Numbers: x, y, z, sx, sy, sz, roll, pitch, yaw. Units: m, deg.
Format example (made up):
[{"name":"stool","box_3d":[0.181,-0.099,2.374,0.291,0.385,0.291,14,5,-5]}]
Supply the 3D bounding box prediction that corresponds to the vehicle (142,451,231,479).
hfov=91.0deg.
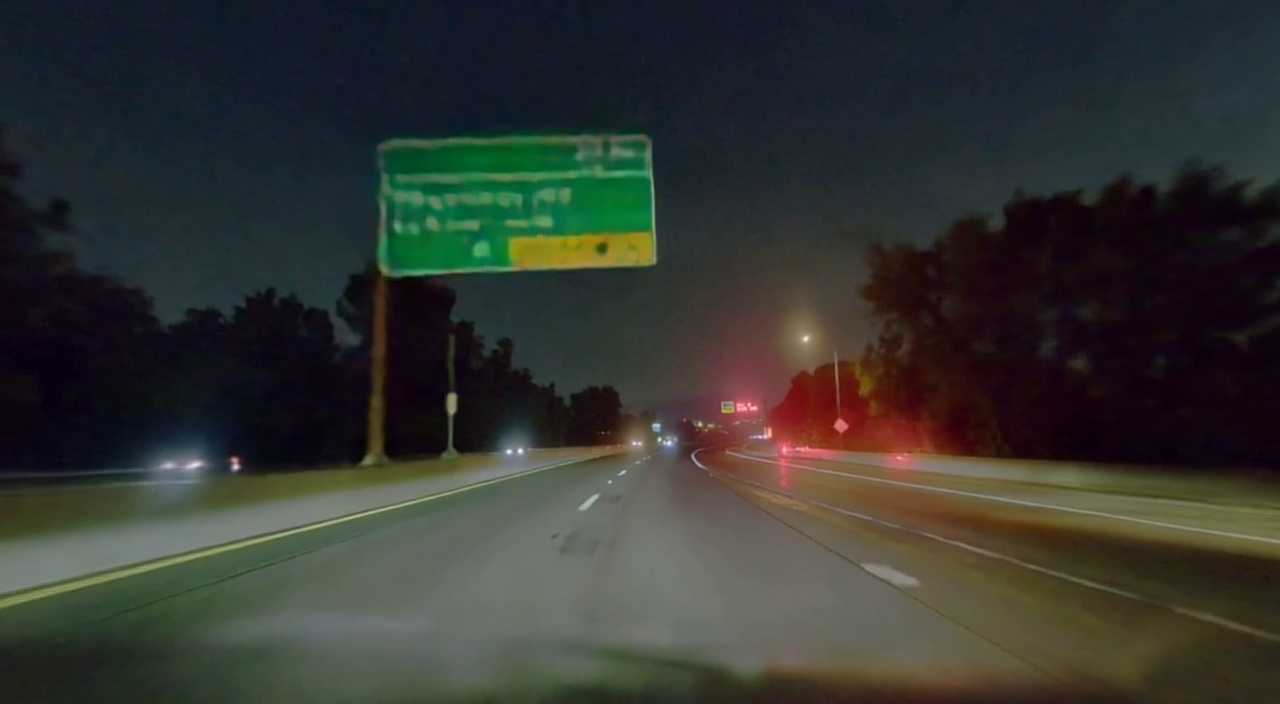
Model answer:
[{"name":"vehicle","box_3d":[-28.118,6.989,39.214,1.893,1.496,4.613,-1,-8,5]}]
